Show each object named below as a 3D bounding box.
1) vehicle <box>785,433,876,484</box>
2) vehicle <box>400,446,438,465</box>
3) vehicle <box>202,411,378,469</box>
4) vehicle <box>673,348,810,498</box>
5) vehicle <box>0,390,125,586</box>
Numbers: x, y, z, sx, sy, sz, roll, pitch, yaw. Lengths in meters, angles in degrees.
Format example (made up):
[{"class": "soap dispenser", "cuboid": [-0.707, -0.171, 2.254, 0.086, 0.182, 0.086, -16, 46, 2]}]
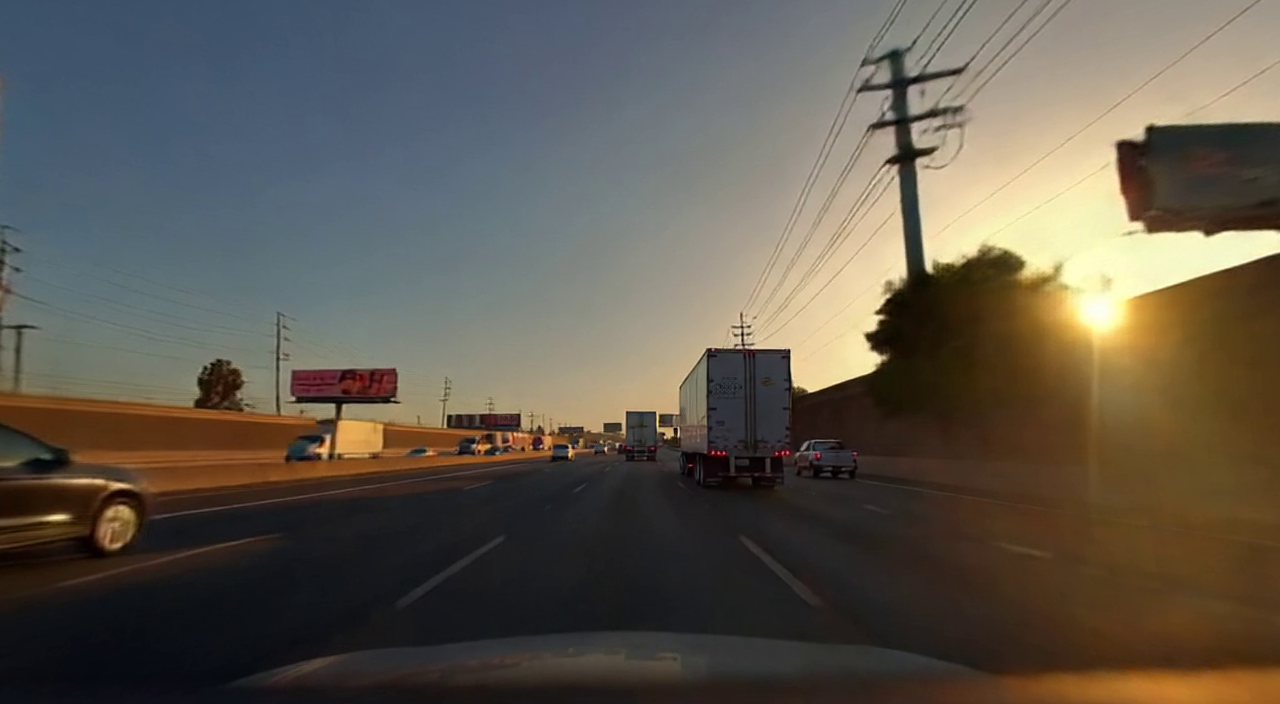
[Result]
[{"class": "vehicle", "cuboid": [7.471, 4.216, 25.363, 2.115, 1.844, 4.522, 0, -9, -1]}, {"class": "vehicle", "cuboid": [-16.739, 7.873, 48.158, 1.499, 1.359, 3.461, -1, -9, 3]}, {"class": "vehicle", "cuboid": [-24.720, 6.646, 46.979, 2.979, 3.485, 17.978, 0, -9, 0]}, {"class": "vehicle", "cuboid": [3.229, 3.184, 25.809, 2.892, 4.152, 16.575, 0, -9, 0]}, {"class": "vehicle", "cuboid": [-7.108, 1.151, 5.038, 2.004, 1.846, 4.739, 0, -9, -1]}]
